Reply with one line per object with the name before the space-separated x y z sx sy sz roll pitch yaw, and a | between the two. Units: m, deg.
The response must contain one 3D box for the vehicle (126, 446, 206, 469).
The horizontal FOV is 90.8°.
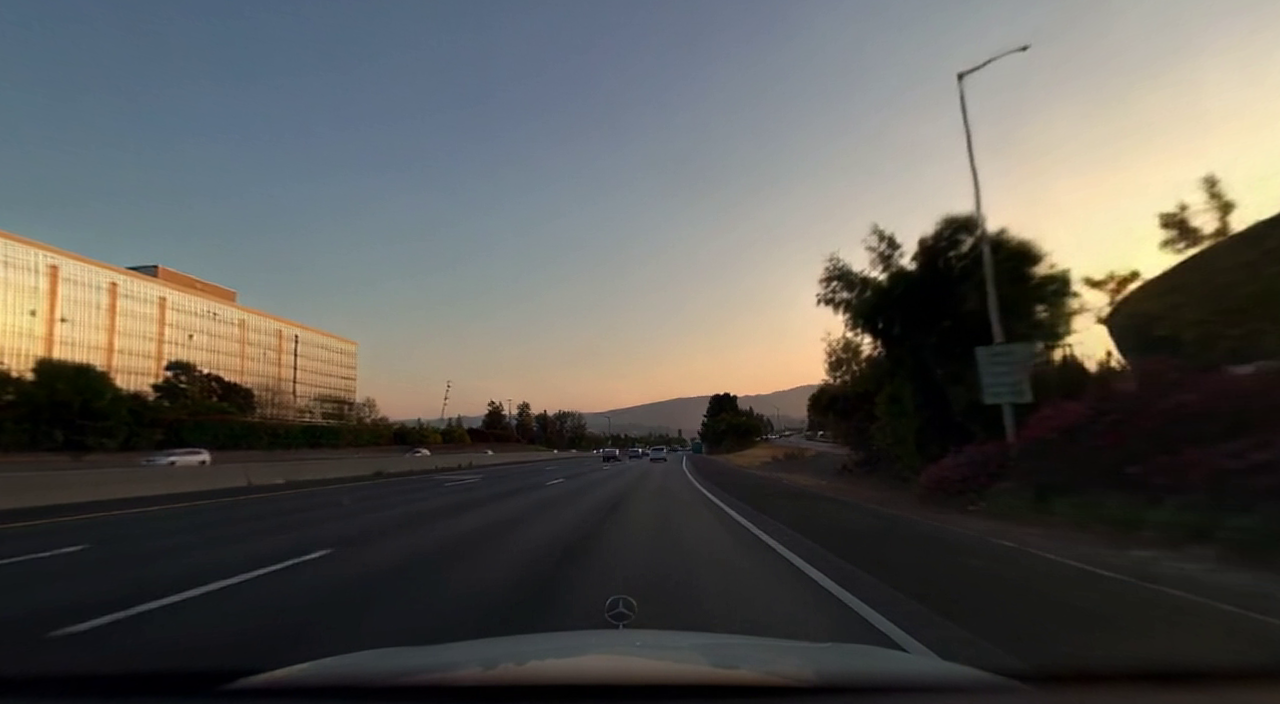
vehicle | -35.719 7.966 47.791 1.896 1.640 4.873 -1 -9 8
